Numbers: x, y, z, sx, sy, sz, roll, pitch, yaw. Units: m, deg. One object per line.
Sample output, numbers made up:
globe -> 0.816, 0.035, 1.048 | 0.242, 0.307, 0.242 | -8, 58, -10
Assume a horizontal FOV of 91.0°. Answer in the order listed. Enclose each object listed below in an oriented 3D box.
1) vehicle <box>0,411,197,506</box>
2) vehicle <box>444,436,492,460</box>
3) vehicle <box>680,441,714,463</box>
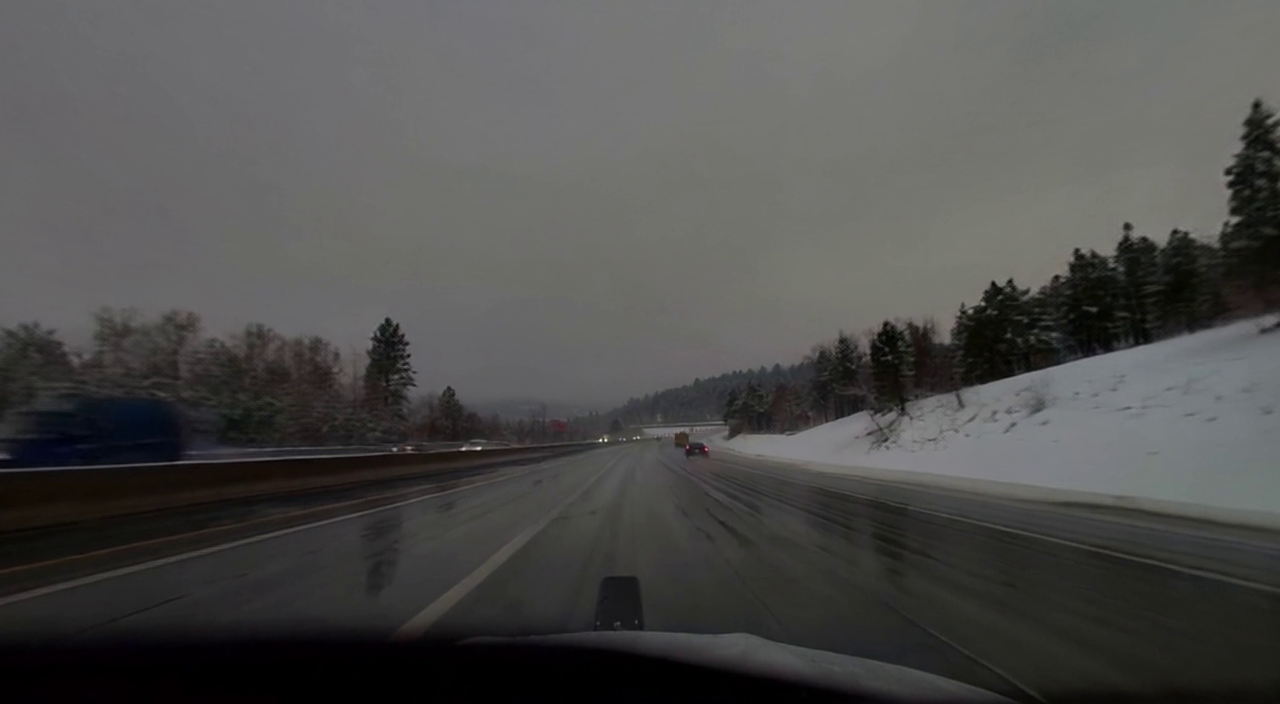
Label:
vehicle -> -14.693, 2.598, 15.678 | 2.671, 1.976, 6.166 | 0, -8, 2
vehicle -> -13.074, 7.311, 48.074 | 2.098, 1.724, 4.494 | 0, -8, 4
vehicle -> 3.960, 7.079, 44.681 | 1.943, 1.490, 4.246 | 0, -8, -1
